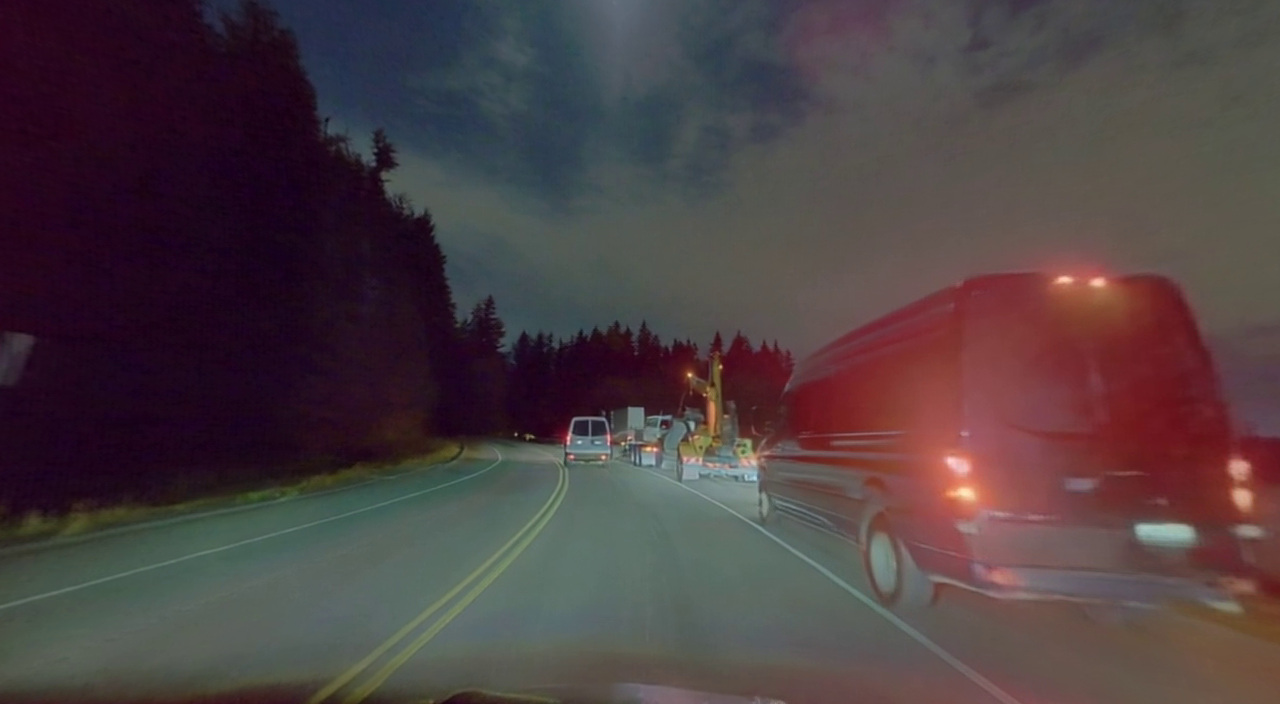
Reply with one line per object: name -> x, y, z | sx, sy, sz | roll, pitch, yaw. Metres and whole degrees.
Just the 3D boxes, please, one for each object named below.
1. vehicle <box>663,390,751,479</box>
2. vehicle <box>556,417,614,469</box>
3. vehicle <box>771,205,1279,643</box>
vehicle -> 2.428, 3.186, 24.180 | 2.703, 3.066, 4.047 | 1, -8, -3
vehicle -> -2.668, 4.262, 29.531 | 2.362, 2.223, 4.892 | 1, -9, -8
vehicle -> 4.380, 1.046, 9.040 | 3.126, 3.310, 8.534 | 0, -8, 0
